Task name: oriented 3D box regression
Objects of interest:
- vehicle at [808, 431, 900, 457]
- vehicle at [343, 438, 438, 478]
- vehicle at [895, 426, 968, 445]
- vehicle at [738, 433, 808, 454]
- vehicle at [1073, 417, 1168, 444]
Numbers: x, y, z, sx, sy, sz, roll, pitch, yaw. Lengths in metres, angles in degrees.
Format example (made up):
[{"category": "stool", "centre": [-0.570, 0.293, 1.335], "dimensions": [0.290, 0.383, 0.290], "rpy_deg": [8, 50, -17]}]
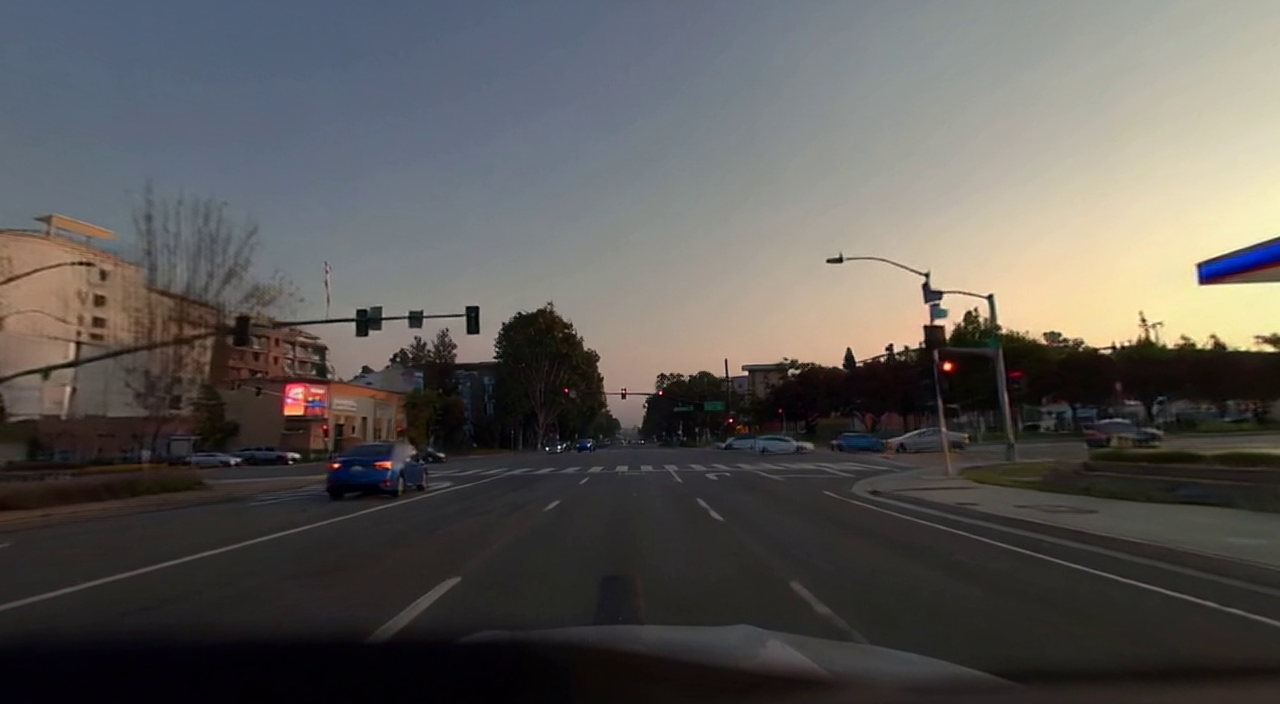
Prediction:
[{"category": "vehicle", "centre": [12.856, 5.582, 38.020], "dimensions": [4.885, 1.503, 1.845], "rpy_deg": [-1, -8, 3]}, {"category": "vehicle", "centre": [-9.975, 4.273, 25.642], "dimensions": [1.899, 1.460, 4.880], "rpy_deg": [0, -8, 0]}, {"category": "vehicle", "centre": [22.716, 6.540, 49.142], "dimensions": [4.696, 1.483, 1.898], "rpy_deg": [0, -8, 2]}, {"category": "vehicle", "centre": [9.447, 6.540, 44.907], "dimensions": [4.647, 1.428, 1.825], "rpy_deg": [-1, -8, 4]}, {"category": "vehicle", "centre": [33.352, 5.480, 43.775], "dimensions": [4.864, 1.566, 1.807], "rpy_deg": [-4, -9, 3]}]
